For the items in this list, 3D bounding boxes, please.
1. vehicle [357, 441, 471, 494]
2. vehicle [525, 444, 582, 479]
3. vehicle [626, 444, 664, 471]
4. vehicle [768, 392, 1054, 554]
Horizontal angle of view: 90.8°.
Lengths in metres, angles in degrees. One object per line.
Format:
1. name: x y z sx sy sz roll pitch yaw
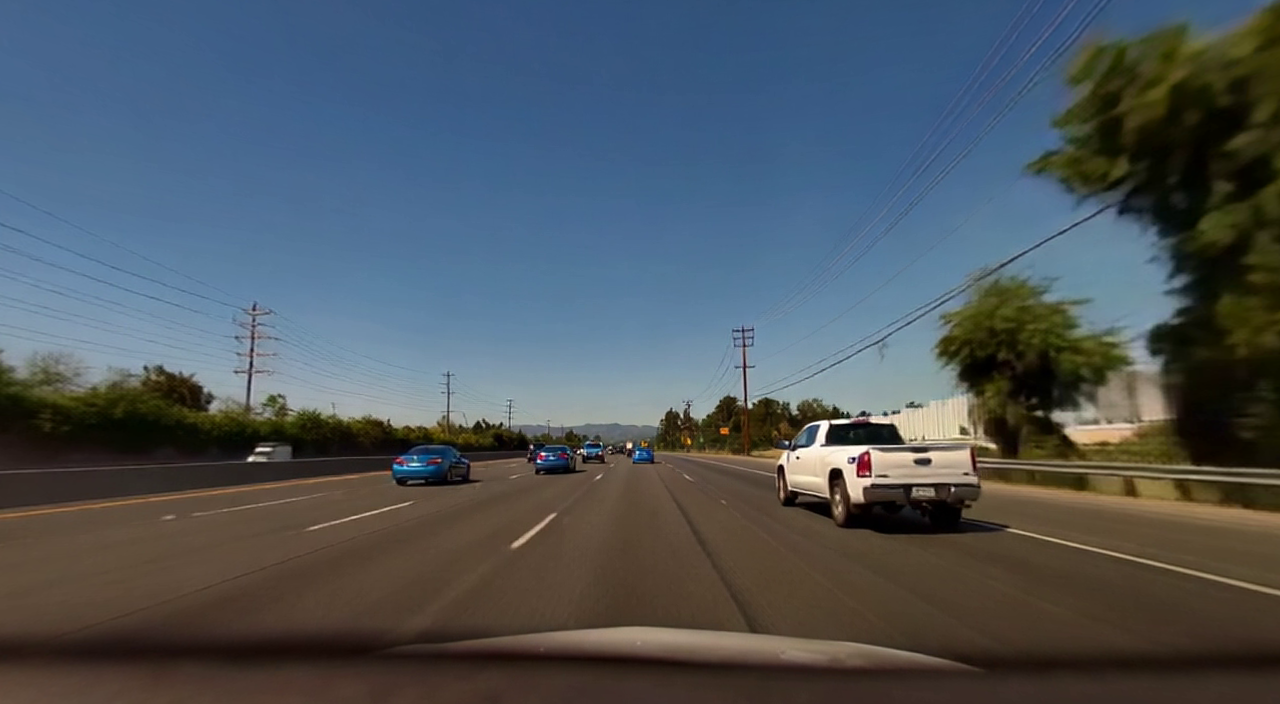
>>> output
1. vehicle: -7.160 3.685 20.618 1.959 1.496 4.740 0 -9 0
2. vehicle: -3.737 4.823 28.125 1.938 1.444 4.206 0 -9 0
3. vehicle: 0.271 6.033 36.316 2.030 1.471 4.115 0 -9 0
4. vehicle: 3.762 1.818 10.159 2.231 1.919 5.086 0 -9 -1
